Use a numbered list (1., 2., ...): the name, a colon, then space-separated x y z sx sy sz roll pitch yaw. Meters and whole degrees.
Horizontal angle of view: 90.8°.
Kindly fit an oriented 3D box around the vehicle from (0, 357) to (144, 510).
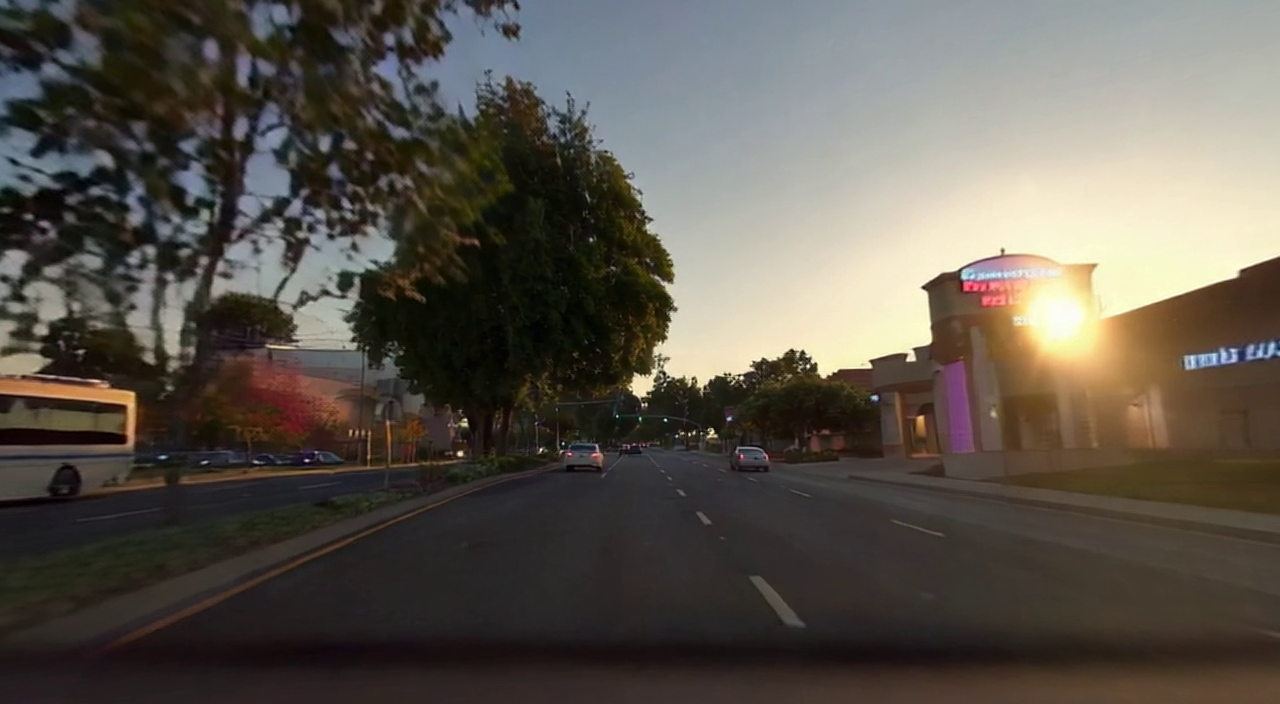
1. vehicle: -19.203 1.705 13.803 3.133 4.167 16.699 0 -8 0

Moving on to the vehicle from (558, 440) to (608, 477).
1. vehicle: -2.564 4.843 29.140 2.072 1.545 4.578 1 -8 -3

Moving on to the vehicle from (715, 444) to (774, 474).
1. vehicle: 5.529 5.714 34.093 2.075 1.475 4.571 1 -8 -4
